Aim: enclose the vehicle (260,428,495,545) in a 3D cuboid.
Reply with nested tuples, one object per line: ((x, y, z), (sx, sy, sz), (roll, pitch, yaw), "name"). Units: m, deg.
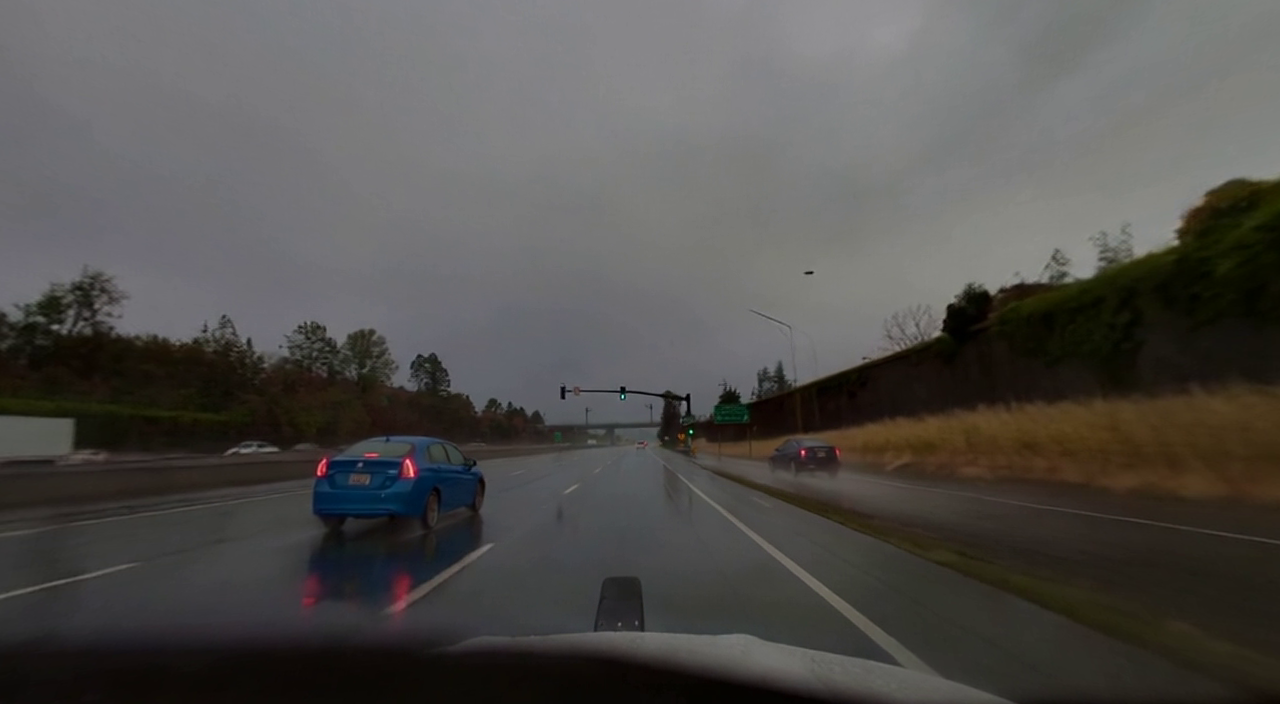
((-3.970, 2.109, 10.547), (1.987, 1.516, 4.478), (0, -9, 0), "vehicle")

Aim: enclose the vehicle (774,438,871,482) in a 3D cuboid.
((6.695, 4.023, 23.723), (2.049, 1.481, 4.774), (0, -9, -2), "vehicle")

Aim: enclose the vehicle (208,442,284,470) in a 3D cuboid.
((-28.526, 7.519, 45.805), (2.124, 1.912, 5.133), (0, -9, 0), "vehicle")
